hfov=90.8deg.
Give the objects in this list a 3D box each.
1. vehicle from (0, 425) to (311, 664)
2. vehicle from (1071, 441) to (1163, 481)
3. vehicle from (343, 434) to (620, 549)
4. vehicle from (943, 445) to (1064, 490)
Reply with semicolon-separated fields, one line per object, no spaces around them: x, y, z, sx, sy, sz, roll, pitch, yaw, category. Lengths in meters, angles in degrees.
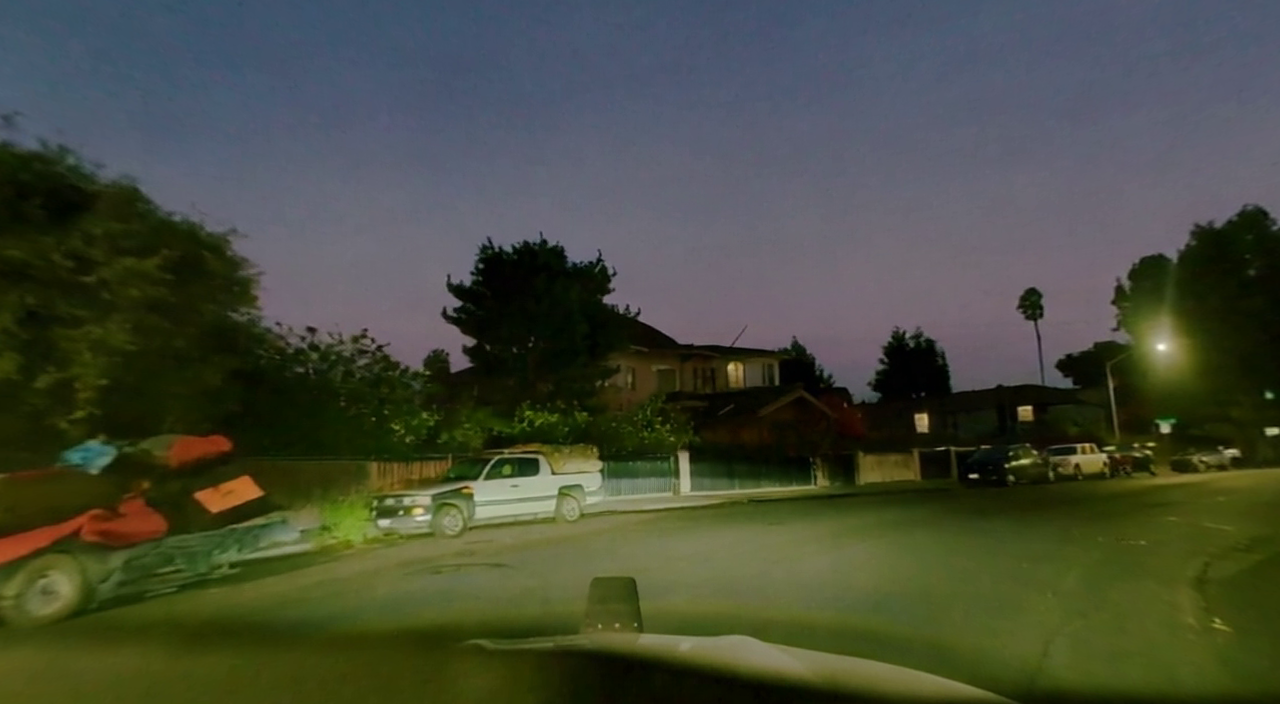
-4.922;1.393;4.733;1.943;1.475;4.701;-4;-11;8;vehicle
21.803;4.941;28.852;4.221;1.673;1.918;5;-10;-33;vehicle
-2.517;2.249;10.964;2.082;1.547;4.217;-7;-11;39;vehicle
13.294;4.124;22.990;4.731;1.478;1.930;6;-10;-35;vehicle
